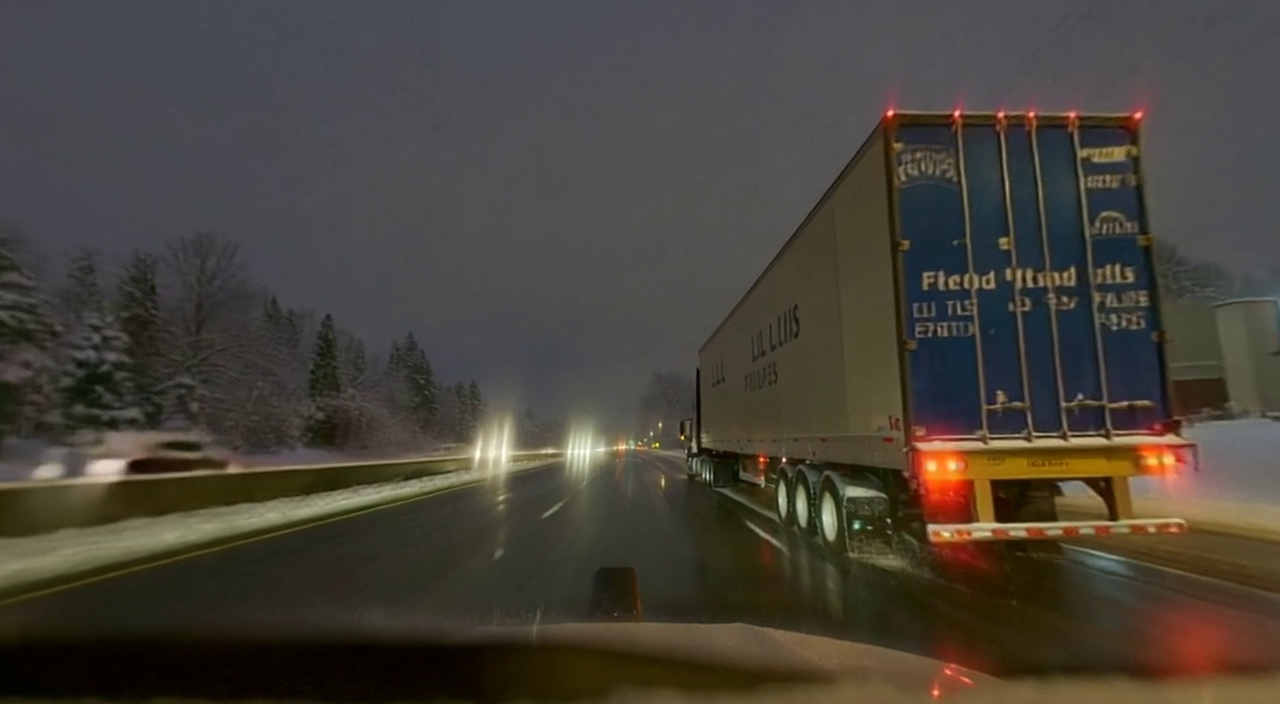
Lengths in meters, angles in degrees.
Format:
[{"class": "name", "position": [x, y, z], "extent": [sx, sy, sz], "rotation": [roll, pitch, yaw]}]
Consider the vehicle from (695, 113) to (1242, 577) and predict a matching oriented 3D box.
[{"class": "vehicle", "position": [3.691, 1.097, 14.391], "extent": [2.891, 4.387, 17.121], "rotation": [0, -9, -2]}]

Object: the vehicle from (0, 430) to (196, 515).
[{"class": "vehicle", "position": [-10.431, 2.222, 12.008], "extent": [1.545, 1.371, 3.313], "rotation": [0, -9, 0]}]

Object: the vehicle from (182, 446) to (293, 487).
[{"class": "vehicle", "position": [-14.928, 4.233, 23.695], "extent": [1.759, 1.389, 3.638], "rotation": [0, -9, 0]}]
